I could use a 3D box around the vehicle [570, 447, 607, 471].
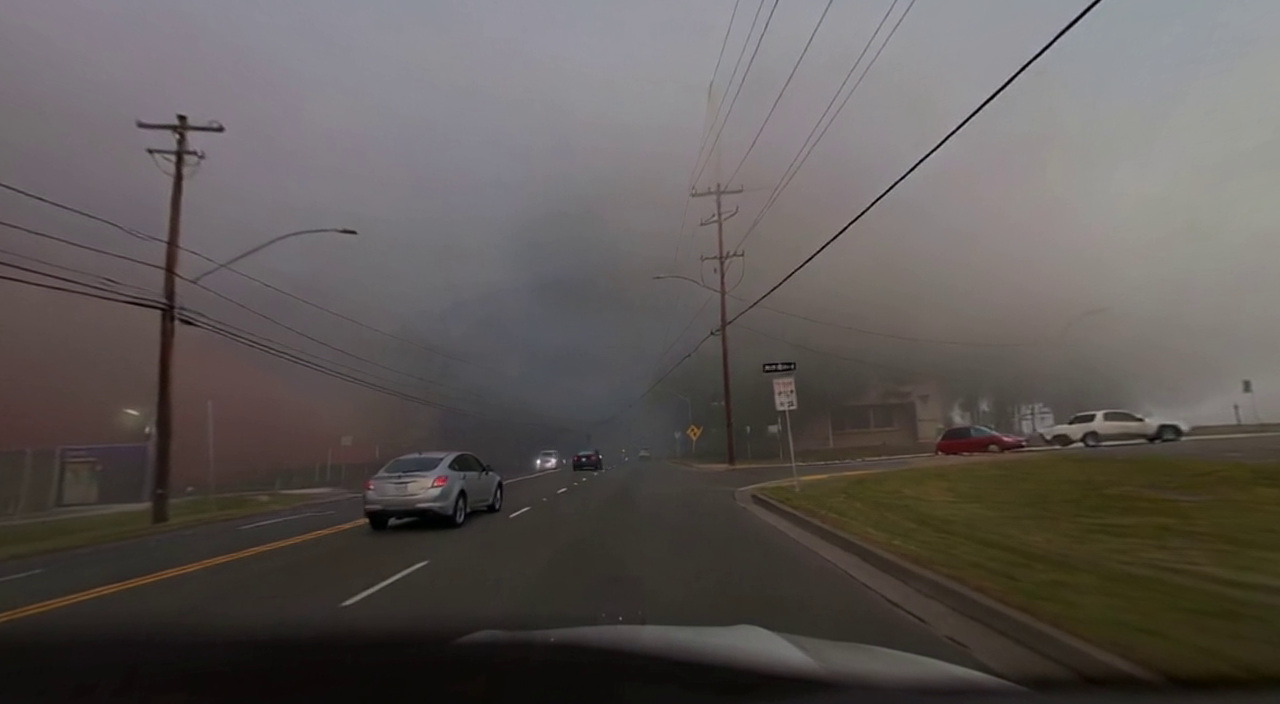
[{"bbox_3d":[-3.340,7.028,41.744,1.943,1.455,4.414,0,-8,2],"label":"vehicle"}]

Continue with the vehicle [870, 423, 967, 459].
[{"bbox_3d":[14.673,4.735,33.557,4.495,1.806,2.076,-3,-9,20],"label":"vehicle"}]

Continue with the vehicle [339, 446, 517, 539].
[{"bbox_3d":[-3.787,2.560,12.262,1.704,1.430,4.587,0,-8,2],"label":"vehicle"}]

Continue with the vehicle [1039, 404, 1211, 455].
[{"bbox_3d":[19.226,3.138,25.326,4.817,1.919,2.308,-1,-9,7],"label":"vehicle"}]

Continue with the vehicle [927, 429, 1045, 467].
[{"bbox_3d":[14.173,3.952,26.106,3.830,1.474,1.771,-1,-9,9],"label":"vehicle"}]

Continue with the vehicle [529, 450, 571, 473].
[{"bbox_3d":[-6.917,8.547,49.480,2.347,1.607,5.953,0,-8,1],"label":"vehicle"}]
